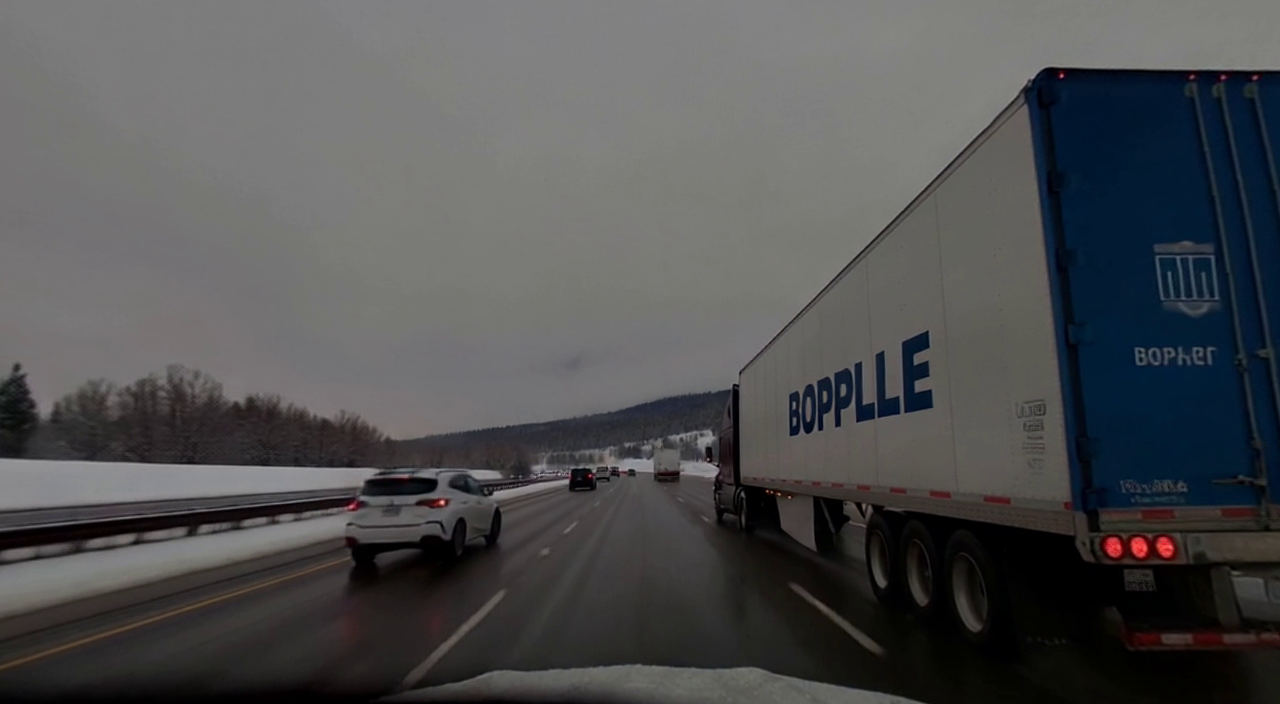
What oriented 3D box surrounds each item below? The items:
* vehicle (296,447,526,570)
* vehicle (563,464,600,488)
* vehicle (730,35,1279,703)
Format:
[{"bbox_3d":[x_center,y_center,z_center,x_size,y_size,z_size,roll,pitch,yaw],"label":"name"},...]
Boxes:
[{"bbox_3d":[-3.275,2.372,10.128,2.021,1.505,4.286,1,-11,1],"label":"vehicle"},{"bbox_3d":[-3.999,8.649,44.037,2.088,1.566,4.853,1,-11,0],"label":"vehicle"},{"bbox_3d":[4.058,1.291,10.554,2.839,4.062,14.051,1,-11,-1],"label":"vehicle"}]
